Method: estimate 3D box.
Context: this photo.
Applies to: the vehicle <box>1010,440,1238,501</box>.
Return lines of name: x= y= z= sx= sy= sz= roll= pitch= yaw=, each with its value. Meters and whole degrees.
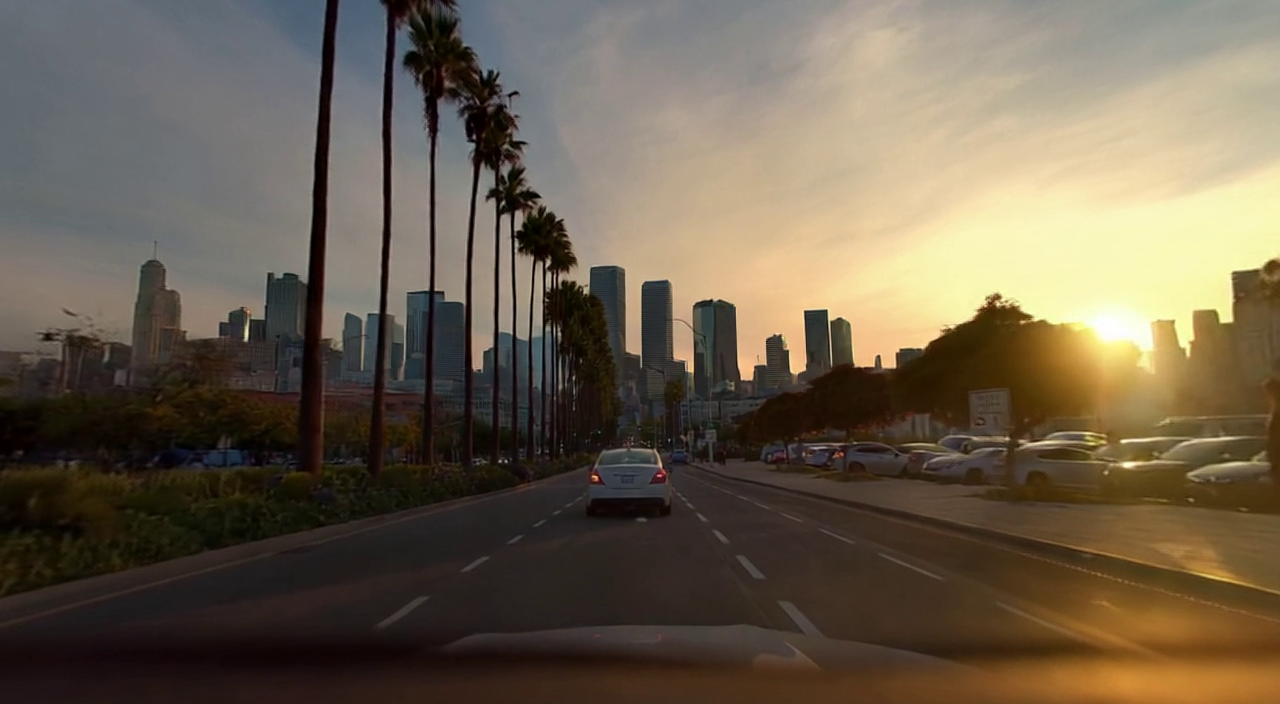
vehicle: x=12.841 y=3.136 z=16.942 sx=4.363 sy=1.488 sz=2.248 roll=1 pitch=-9 yaw=-4

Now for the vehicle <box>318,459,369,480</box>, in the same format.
vehicle: x=-23.391 y=9.276 z=49.881 sx=1.860 sy=1.420 sz=4.472 roll=0 pitch=-8 yaw=0

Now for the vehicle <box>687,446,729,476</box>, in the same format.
vehicle: x=4.305 y=7.006 z=40.652 sx=2.136 sy=1.774 sz=4.778 roll=0 pitch=-8 yaw=0

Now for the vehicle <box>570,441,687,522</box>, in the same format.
vehicle: x=-0.201 y=2.775 z=14.033 sx=2.235 sy=1.528 sz=3.876 roll=0 pitch=-8 yaw=1

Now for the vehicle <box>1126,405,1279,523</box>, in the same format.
vehicle: x=12.922 y=1.987 z=11.849 sx=5.301 sy=1.962 sz=2.431 roll=-3 pitch=-8 yaw=4
